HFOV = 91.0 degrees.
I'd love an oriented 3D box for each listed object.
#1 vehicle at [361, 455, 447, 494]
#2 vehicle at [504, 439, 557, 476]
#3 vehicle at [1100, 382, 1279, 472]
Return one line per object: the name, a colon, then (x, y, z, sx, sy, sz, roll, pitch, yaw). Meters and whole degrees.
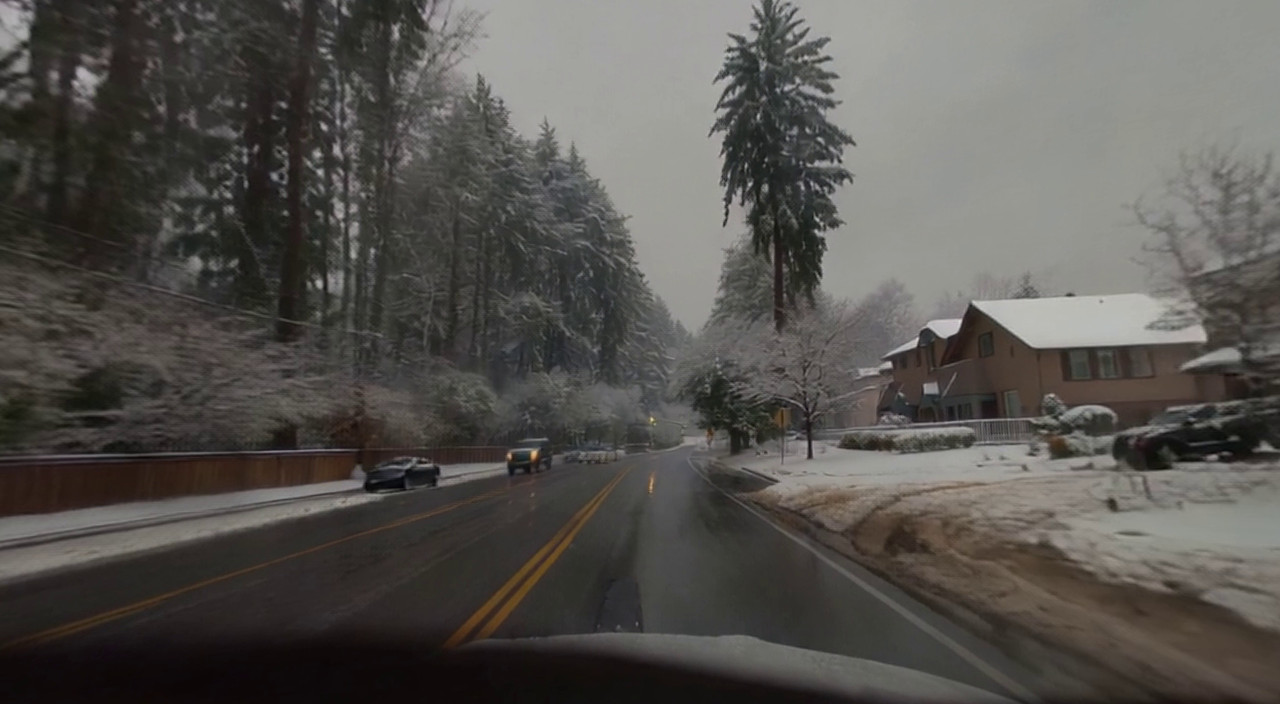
vehicle: (-9.953, 5.169, 26.921, 1.865, 1.441, 4.422, 0, -8, 1)
vehicle: (-6.045, 5.870, 35.264, 2.063, 1.859, 4.812, 0, -8, 1)
vehicle: (14.133, 1.823, 15.276, 1.968, 1.835, 5.277, -1, -7, 1)
